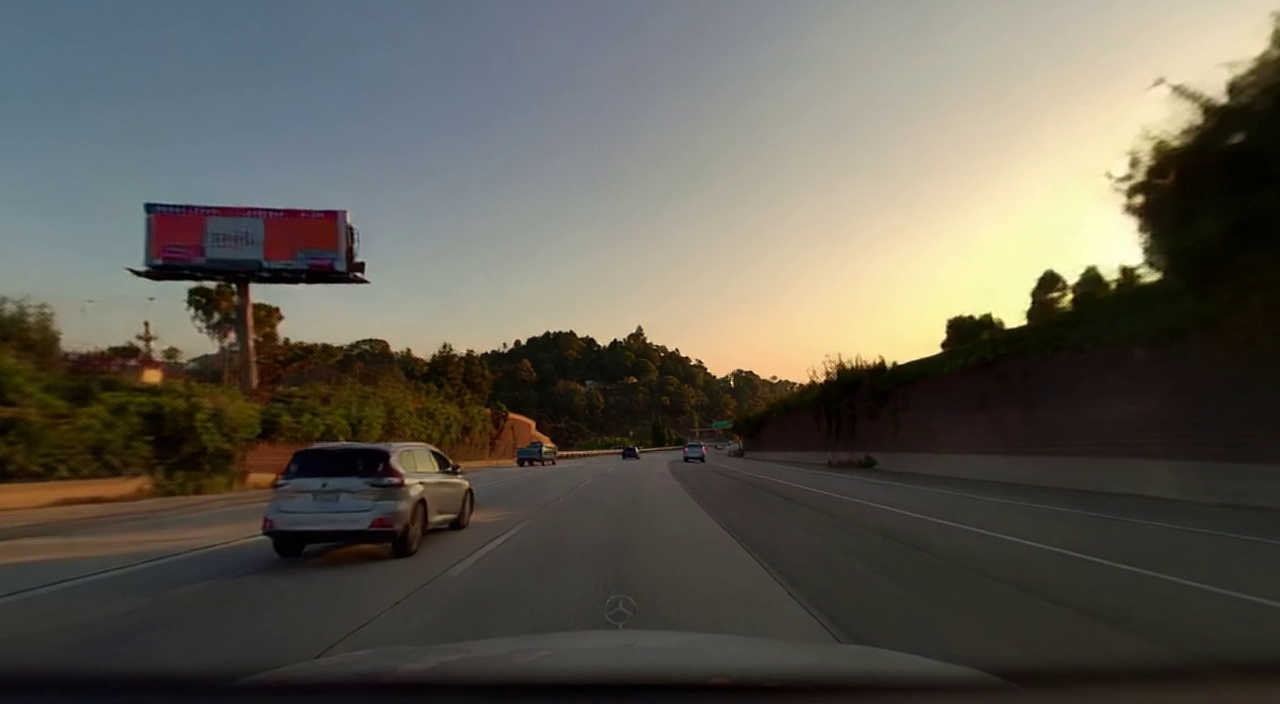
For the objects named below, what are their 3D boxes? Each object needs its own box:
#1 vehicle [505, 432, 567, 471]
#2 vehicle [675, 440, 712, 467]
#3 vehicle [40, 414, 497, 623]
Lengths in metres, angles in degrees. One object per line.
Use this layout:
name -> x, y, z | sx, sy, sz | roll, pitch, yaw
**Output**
vehicle -> -5.996, 5.859, 37.287 | 2.383, 2.048, 5.875 | 0, -9, 3
vehicle -> 3.717, 7.153, 44.570 | 2.211, 1.814, 4.404 | 0, -9, 0
vehicle -> -3.160, 1.527, 6.799 | 2.192, 1.482, 4.454 | 0, -9, 0
